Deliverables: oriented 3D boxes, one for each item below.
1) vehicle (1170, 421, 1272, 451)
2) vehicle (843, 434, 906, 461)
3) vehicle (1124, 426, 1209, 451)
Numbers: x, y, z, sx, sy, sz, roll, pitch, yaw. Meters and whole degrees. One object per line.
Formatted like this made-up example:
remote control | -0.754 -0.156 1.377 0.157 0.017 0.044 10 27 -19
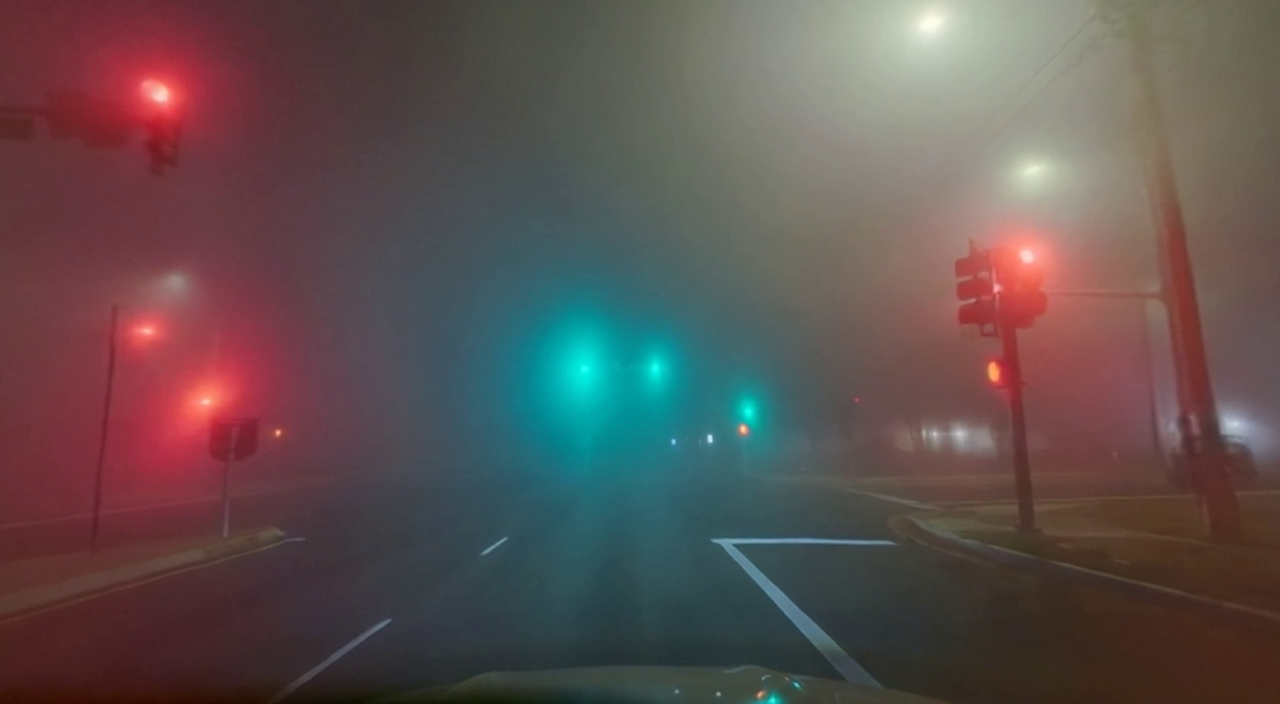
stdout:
vehicle | 37.135 5.448 40.553 1.916 1.619 4.524 -4 -9 -4
vehicle | 14.996 6.156 40.722 1.959 1.471 4.570 -4 -9 -4
vehicle | 34.142 5.677 41.092 1.832 1.521 4.266 0 -9 0
